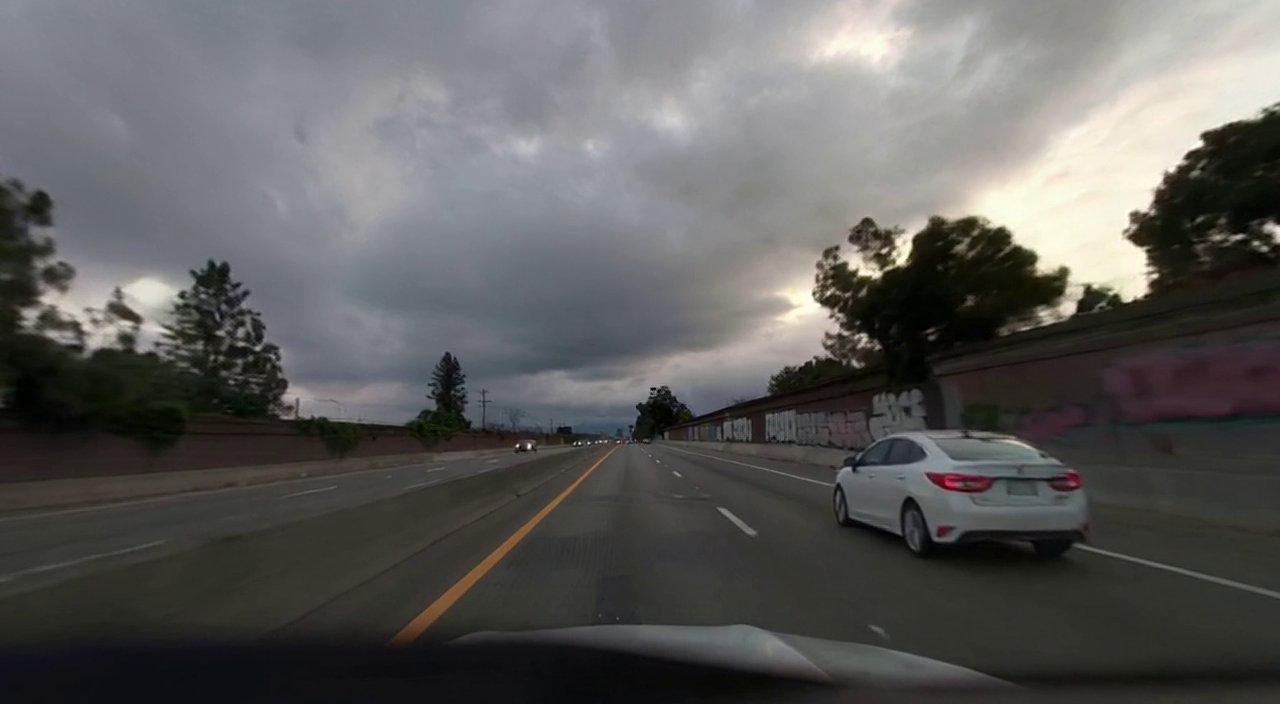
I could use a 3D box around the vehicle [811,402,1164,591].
[{"bbox_3d":[3.412,1.450,7.136,1.841,1.556,3.618,0,-8,-1],"label":"vehicle"}]
